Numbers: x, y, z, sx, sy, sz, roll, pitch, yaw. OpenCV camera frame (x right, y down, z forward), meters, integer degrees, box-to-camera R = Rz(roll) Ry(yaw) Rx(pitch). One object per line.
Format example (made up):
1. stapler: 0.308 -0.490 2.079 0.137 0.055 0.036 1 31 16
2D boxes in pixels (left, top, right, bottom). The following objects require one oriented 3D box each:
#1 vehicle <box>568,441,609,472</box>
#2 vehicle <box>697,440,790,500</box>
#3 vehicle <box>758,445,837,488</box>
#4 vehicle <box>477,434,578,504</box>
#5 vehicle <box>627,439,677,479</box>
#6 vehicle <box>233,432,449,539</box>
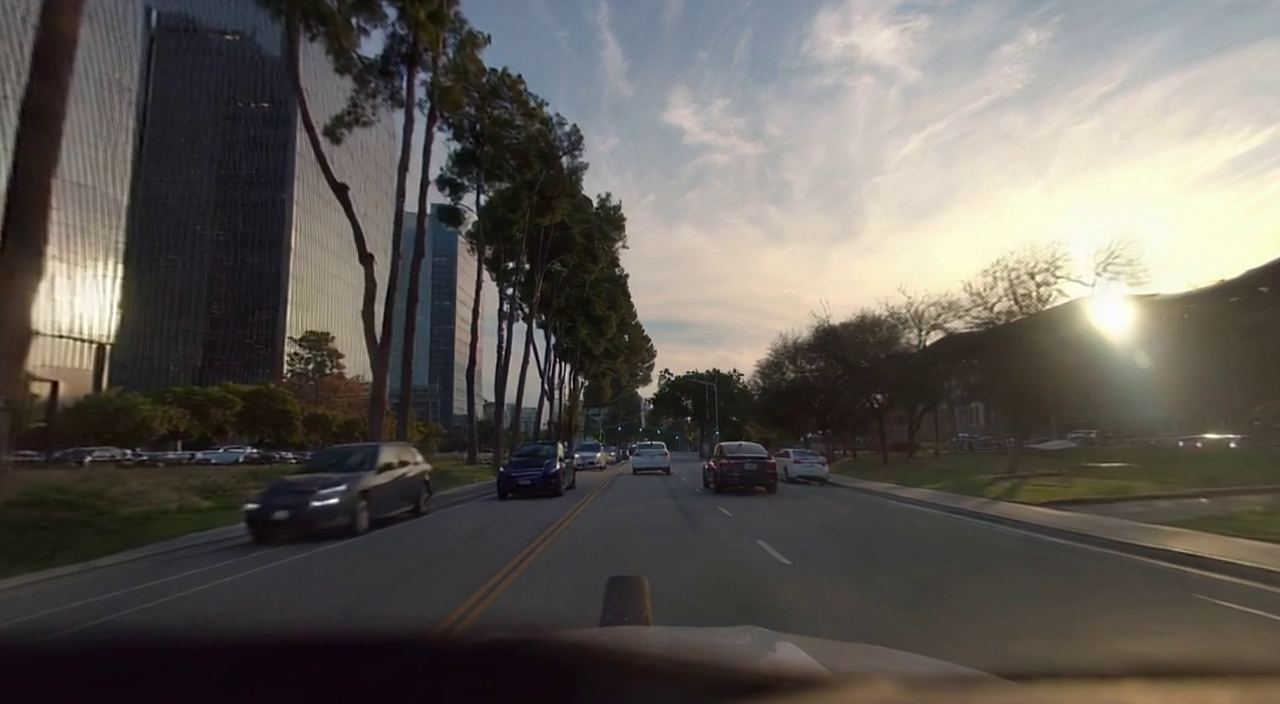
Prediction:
1. vehicle: -3.104 6.365 38.610 2.041 1.788 4.527 0 -9 1
2. vehicle: 2.873 3.382 18.443 1.991 1.536 4.116 0 -9 -1
3. vehicle: 5.956 4.364 24.426 1.885 1.467 4.546 0 -9 0
4. vehicle: -3.026 3.254 17.958 2.065 1.708 4.311 0 -9 0
5. vehicle: 0.484 4.813 28.575 2.105 1.653 3.887 0 -9 0
6. vehicle: -5.748 2.606 13.023 2.132 1.769 4.760 0 -9 0
